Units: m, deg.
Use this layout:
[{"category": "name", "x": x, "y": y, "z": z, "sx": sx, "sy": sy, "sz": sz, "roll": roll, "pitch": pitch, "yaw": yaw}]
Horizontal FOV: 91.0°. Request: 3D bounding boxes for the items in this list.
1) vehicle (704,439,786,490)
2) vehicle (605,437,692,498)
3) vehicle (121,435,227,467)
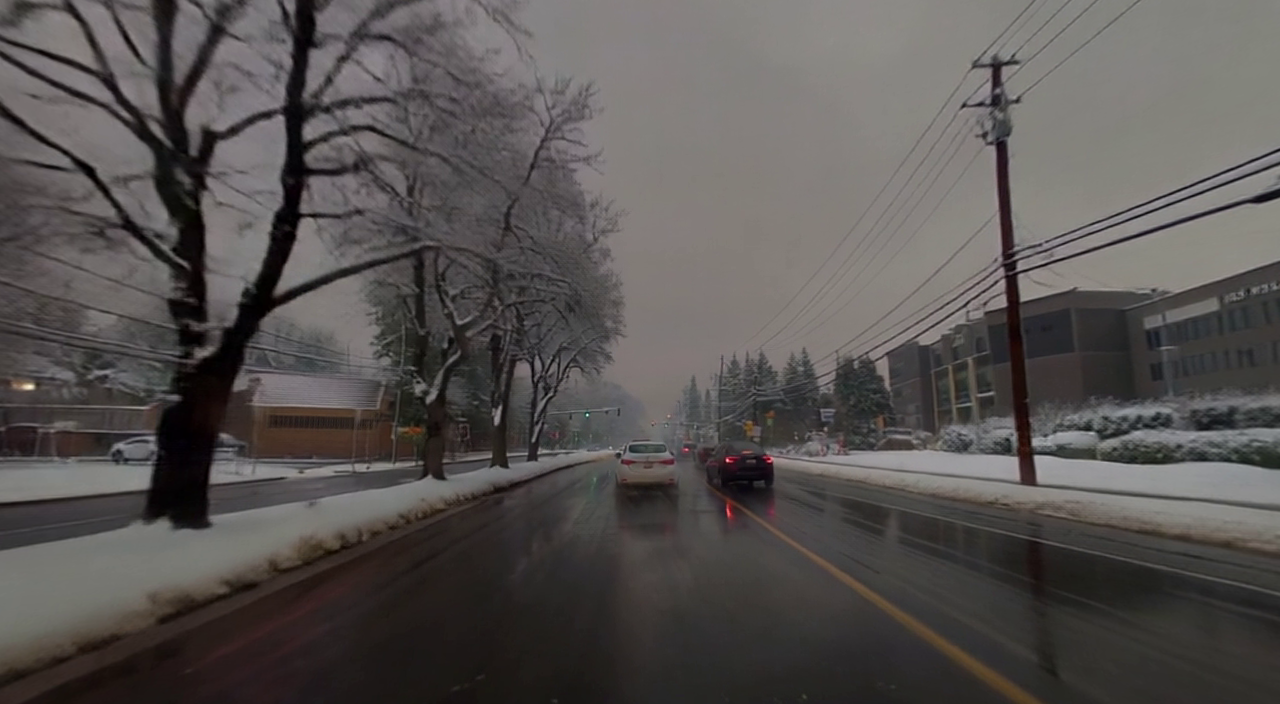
[{"category": "vehicle", "x": 3.317, "y": 3.647, "z": 20.751, "sx": 1.985, "sy": 1.489, "sz": 4.036, "roll": 0, "pitch": -8, "yaw": -1}, {"category": "vehicle", "x": 0.166, "y": 3.147, "z": 17.573, "sx": 2.144, "sy": 1.473, "sz": 4.028, "roll": 1, "pitch": -8, "yaw": -2}, {"category": "vehicle", "x": -28.685, "y": 6.126, "z": 38.966, "sx": 4.687, "sy": 1.894, "sz": 2.149, "roll": 3, "pitch": -9, "yaw": -17}]
